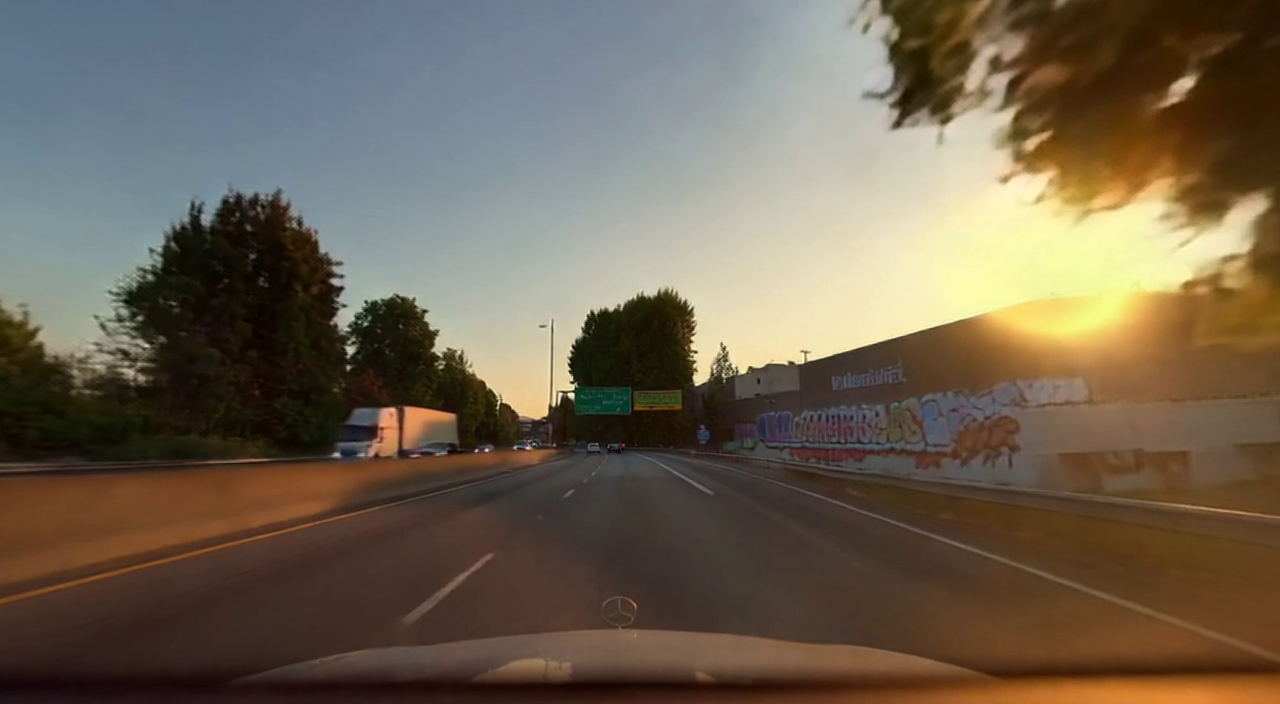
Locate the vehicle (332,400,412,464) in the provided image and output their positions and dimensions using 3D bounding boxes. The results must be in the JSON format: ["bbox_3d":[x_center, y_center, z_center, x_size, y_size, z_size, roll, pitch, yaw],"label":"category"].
[{"bbox_3d":[-17.604,5.330,41.690,3.414,3.999,3.950,0,-8,0],"label":"vehicle"}]
